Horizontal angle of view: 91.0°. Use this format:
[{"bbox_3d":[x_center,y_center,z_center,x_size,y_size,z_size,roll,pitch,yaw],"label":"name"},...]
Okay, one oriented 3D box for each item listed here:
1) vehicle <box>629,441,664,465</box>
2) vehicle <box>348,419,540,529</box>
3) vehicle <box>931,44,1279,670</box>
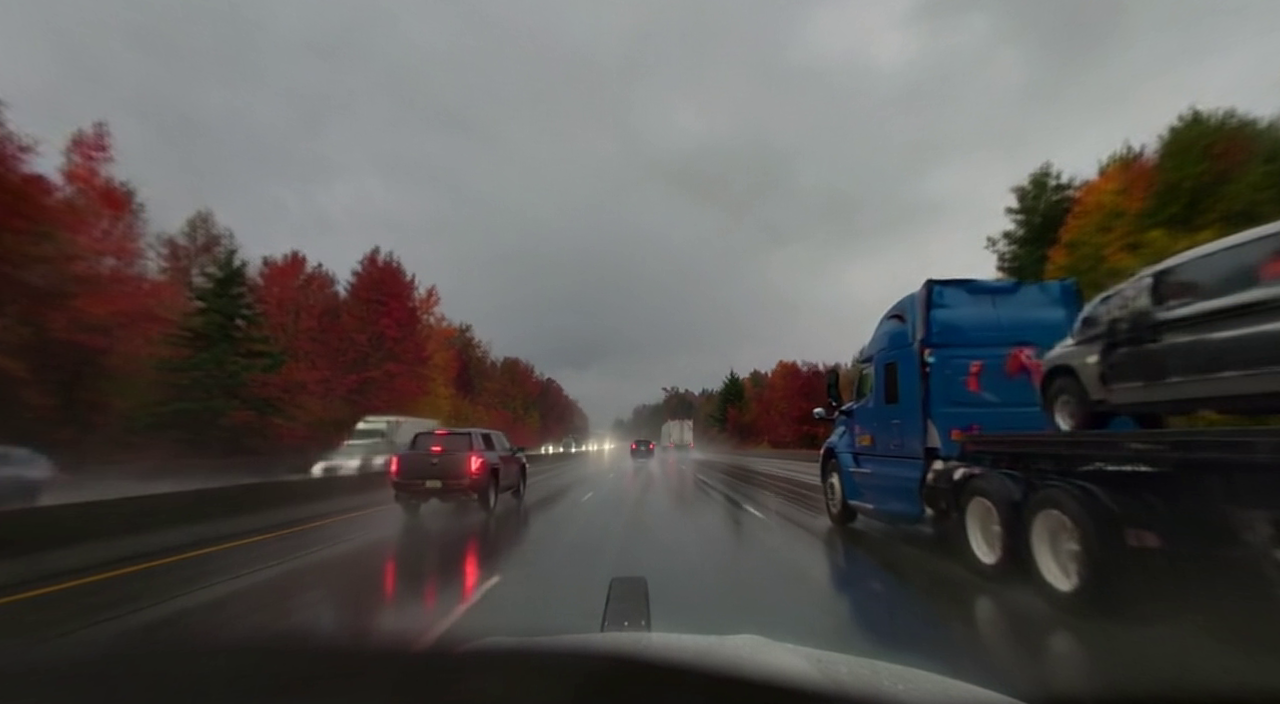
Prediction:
[{"bbox_3d":[0.440,6.652,41.579,2.152,1.484,4.211,0,-8,1],"label":"vehicle"},{"bbox_3d":[-3.384,2.214,12.058,2.077,1.669,4.739,0,-8,1],"label":"vehicle"},{"bbox_3d":[4.929,-0.371,0.567,3.150,3.257,13.098,0,-8,0],"label":"vehicle"}]
